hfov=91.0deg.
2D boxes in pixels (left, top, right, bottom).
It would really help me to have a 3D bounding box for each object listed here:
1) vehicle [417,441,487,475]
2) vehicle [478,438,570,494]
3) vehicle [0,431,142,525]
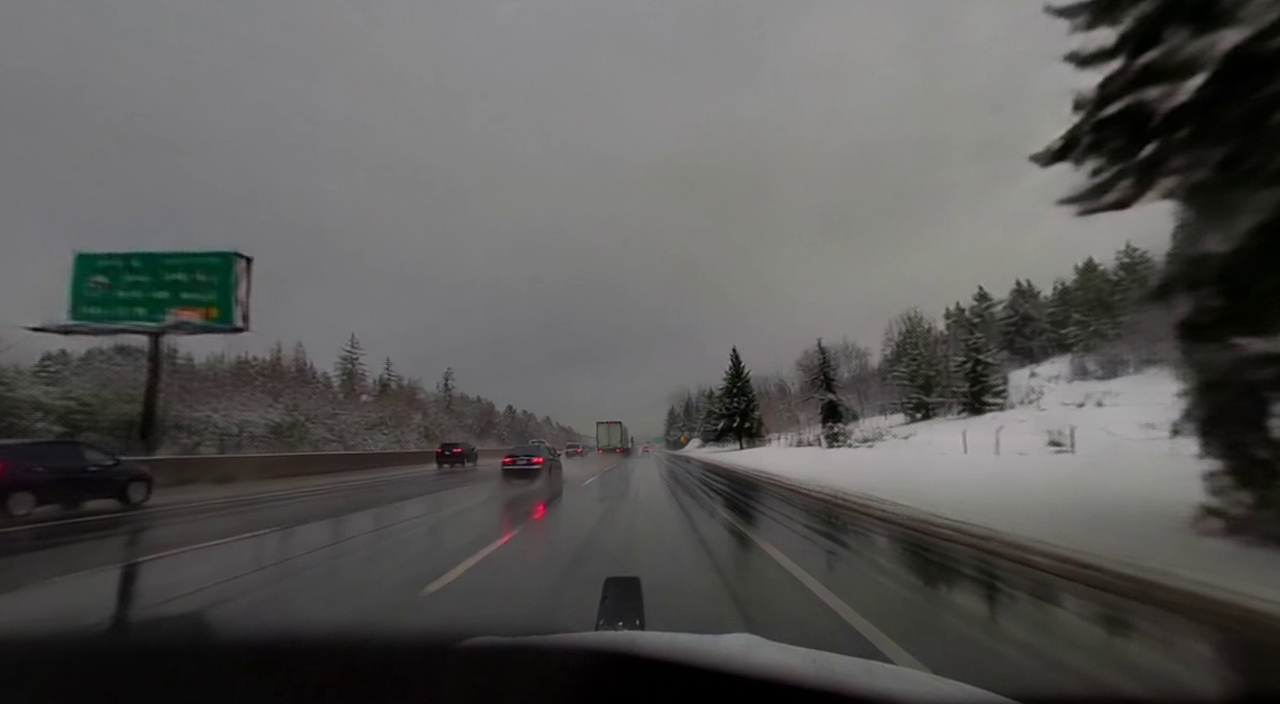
[{"bbox_3d":[-9.084,5.140,30.871,2.036,1.506,4.358,0,-8,1],"label":"vehicle"},{"bbox_3d":[-3.452,3.469,19.590,1.931,1.528,4.126,0,-8,2],"label":"vehicle"},{"bbox_3d":[-11.125,2.025,10.232,1.920,1.476,4.973,0,-8,1],"label":"vehicle"}]
